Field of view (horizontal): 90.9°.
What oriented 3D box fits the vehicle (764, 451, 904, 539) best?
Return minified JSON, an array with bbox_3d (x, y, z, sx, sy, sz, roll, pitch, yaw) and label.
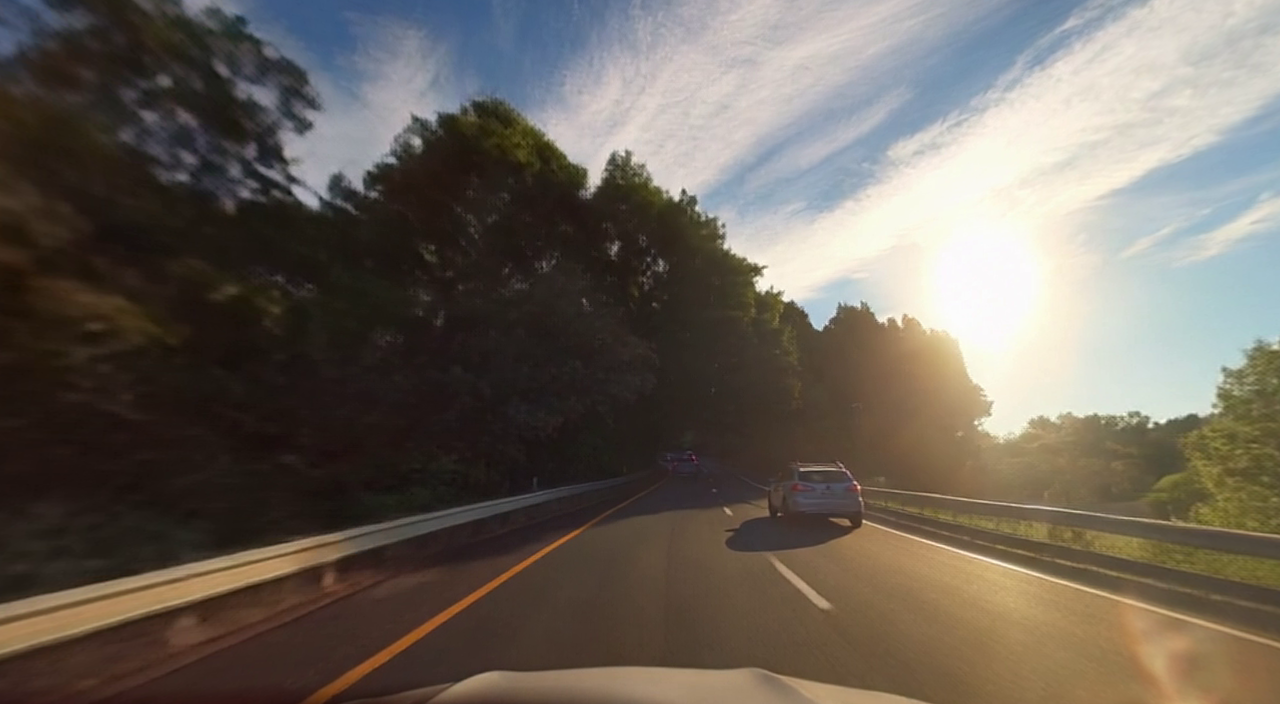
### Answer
[{"bbox_3d":[4.050,3.070,13.954,2.023,1.593,4.105,0,-10,4],"label":"vehicle"}]
